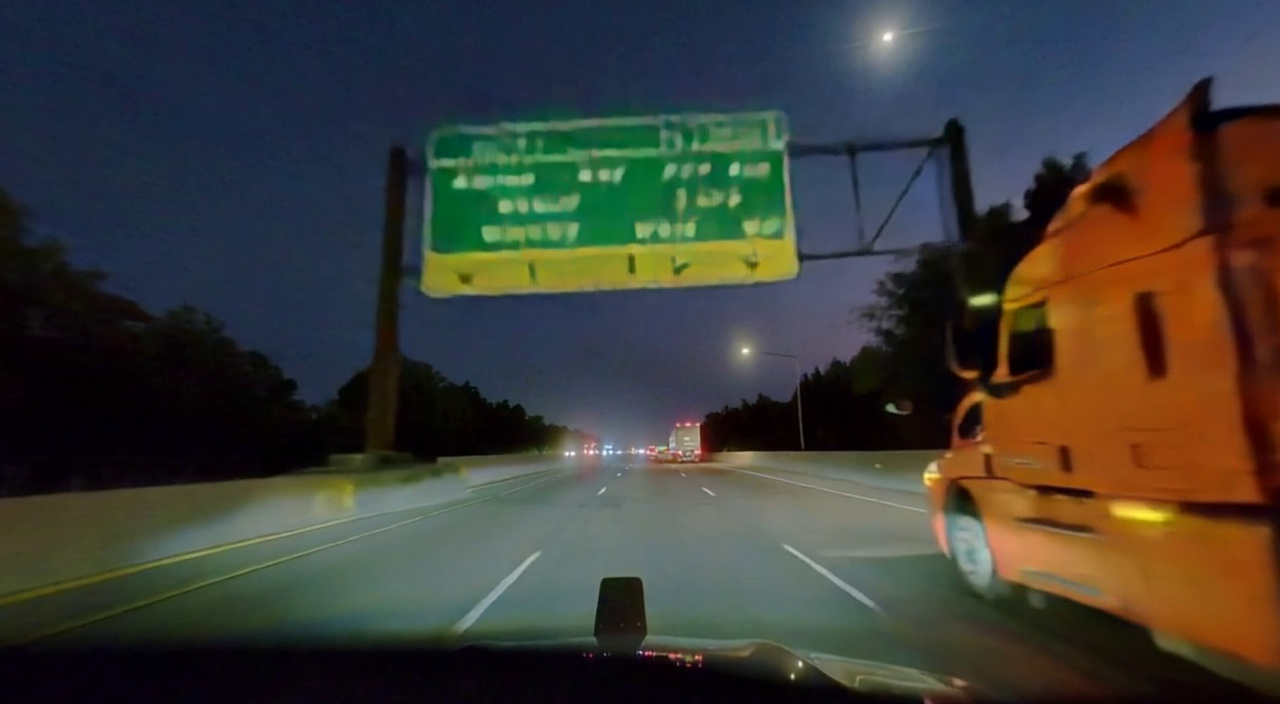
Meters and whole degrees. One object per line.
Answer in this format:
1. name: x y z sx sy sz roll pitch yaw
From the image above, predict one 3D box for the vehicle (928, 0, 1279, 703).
1. vehicle: 4.065 -0.204 2.357 2.992 3.789 5.892 0 -9 0
